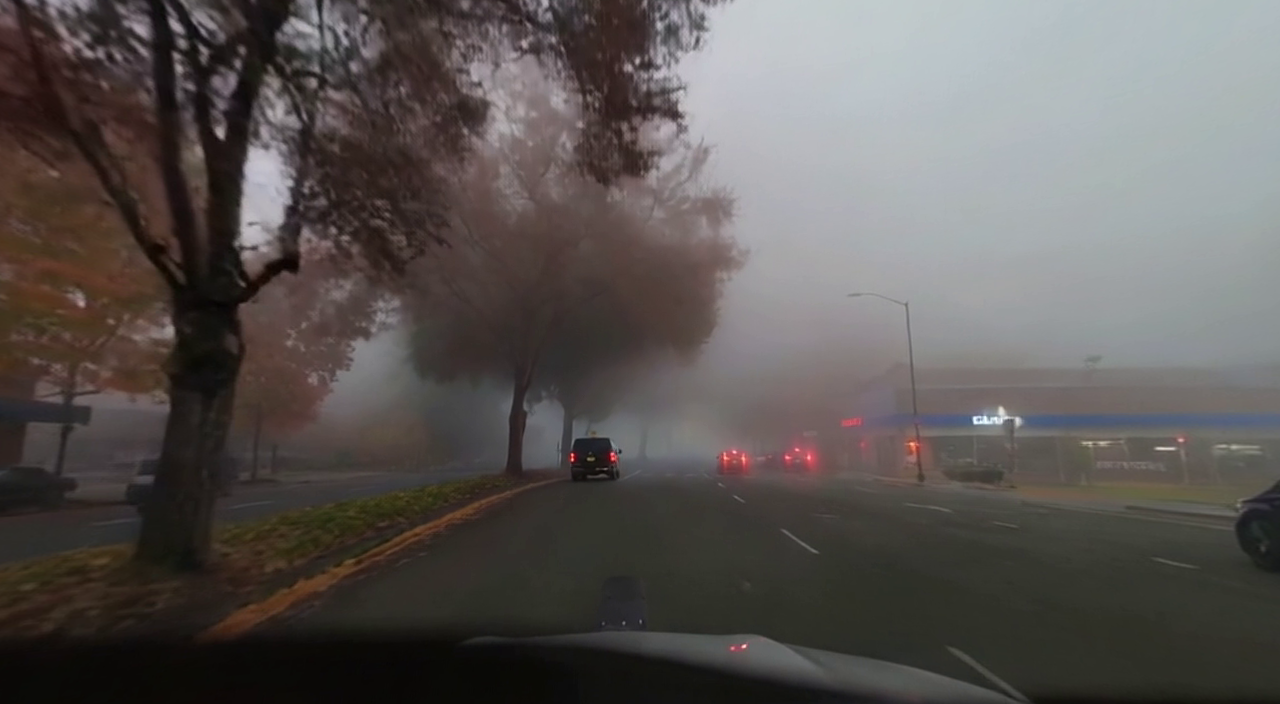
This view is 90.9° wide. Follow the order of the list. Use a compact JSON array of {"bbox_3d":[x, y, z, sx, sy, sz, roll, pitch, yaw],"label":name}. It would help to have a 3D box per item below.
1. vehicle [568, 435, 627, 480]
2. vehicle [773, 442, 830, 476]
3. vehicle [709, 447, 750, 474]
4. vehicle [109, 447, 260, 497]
[{"bbox_3d":[-1.856,4.823,29.156,2.344,1.863,4.665,0,-8,0],"label":"vehicle"},{"bbox_3d":[8.810,5.877,34.856,2.040,1.738,4.414,0,-8,1],"label":"vehicle"},{"bbox_3d":[5.224,6.385,37.450,1.886,1.464,4.290,0,-8,1],"label":"vehicle"},{"bbox_3d":[-18.320,4.813,25.795,1.914,1.785,5.408,-1,-8,3],"label":"vehicle"}]
